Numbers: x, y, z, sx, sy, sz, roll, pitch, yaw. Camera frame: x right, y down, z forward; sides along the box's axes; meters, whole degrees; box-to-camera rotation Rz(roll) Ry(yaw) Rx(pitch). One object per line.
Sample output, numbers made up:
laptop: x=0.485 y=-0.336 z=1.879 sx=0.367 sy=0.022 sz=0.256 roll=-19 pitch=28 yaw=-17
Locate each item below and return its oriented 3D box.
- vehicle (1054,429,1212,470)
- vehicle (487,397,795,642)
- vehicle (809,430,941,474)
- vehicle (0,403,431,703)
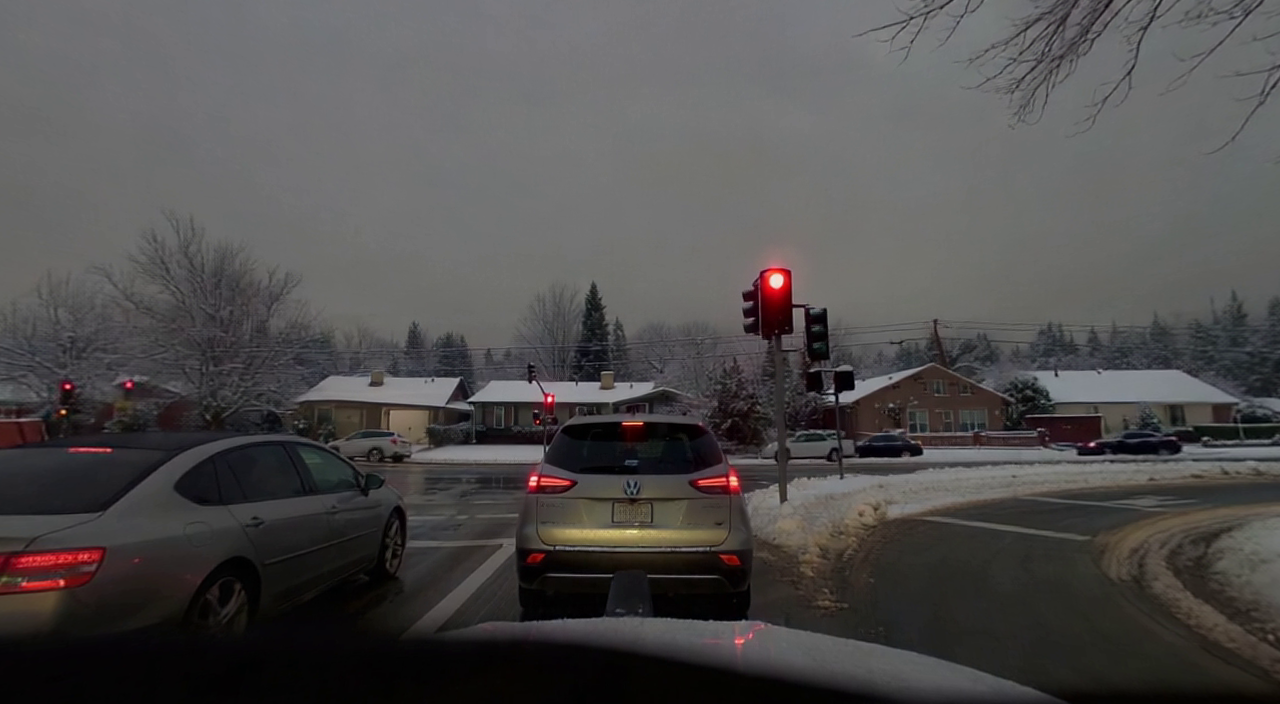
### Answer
vehicle: x=20.130 y=4.000 z=25.985 sx=4.670 sy=1.616 sz=1.926 roll=-1 pitch=-9 yaw=6
vehicle: x=-0.134 y=1.468 z=6.555 sx=2.154 sy=1.670 sz=4.140 roll=1 pitch=-9 yaw=-4
vehicle: x=9.945 y=4.281 z=27.086 sx=4.887 sy=1.769 sz=2.035 roll=-1 pitch=-9 yaw=6
vehicle: x=-3.283 y=1.277 z=4.714 sx=2.035 sy=1.492 sz=4.415 roll=0 pitch=-9 yaw=-2
